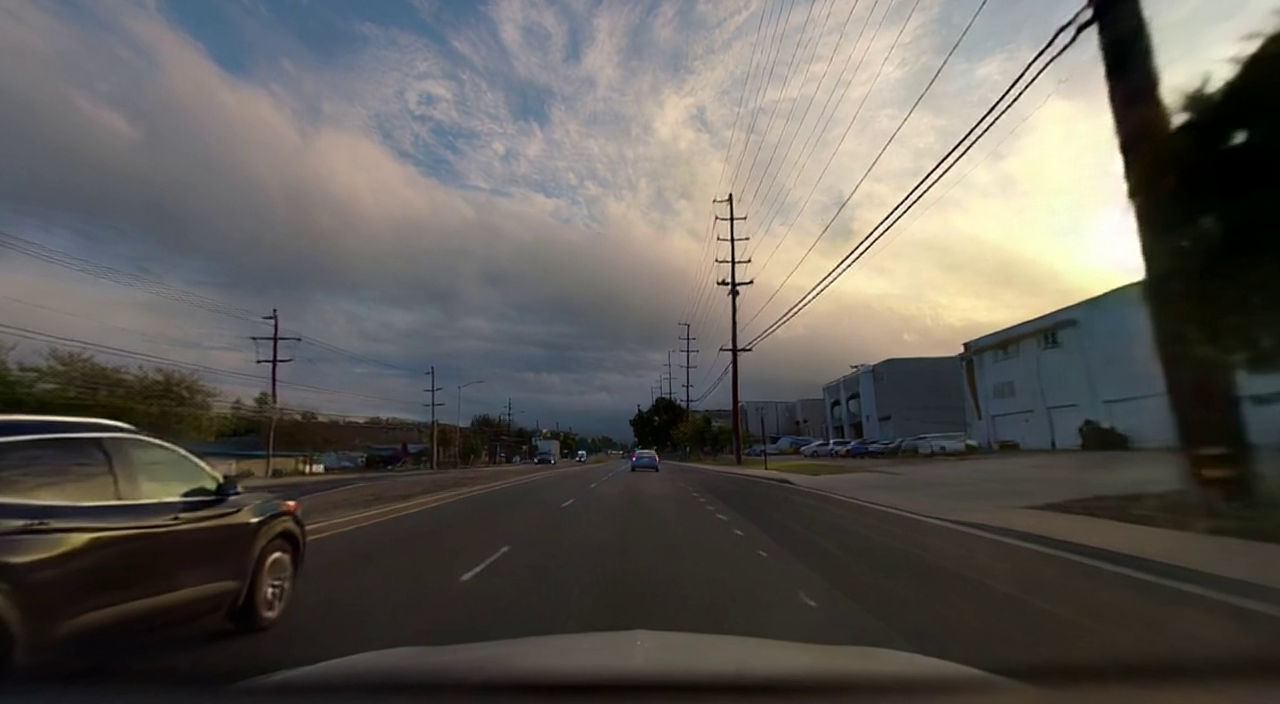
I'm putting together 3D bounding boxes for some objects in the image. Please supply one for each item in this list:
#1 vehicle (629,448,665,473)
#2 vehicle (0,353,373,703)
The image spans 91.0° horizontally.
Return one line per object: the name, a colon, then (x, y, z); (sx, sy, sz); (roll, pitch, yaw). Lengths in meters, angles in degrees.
vehicle: (0.384, 6.815, 39.808); (2.114, 1.492, 4.453); (0, -8, -1)
vehicle: (-3.506, 0.984, 3.257); (2.169, 1.679, 4.723); (0, -8, 0)
